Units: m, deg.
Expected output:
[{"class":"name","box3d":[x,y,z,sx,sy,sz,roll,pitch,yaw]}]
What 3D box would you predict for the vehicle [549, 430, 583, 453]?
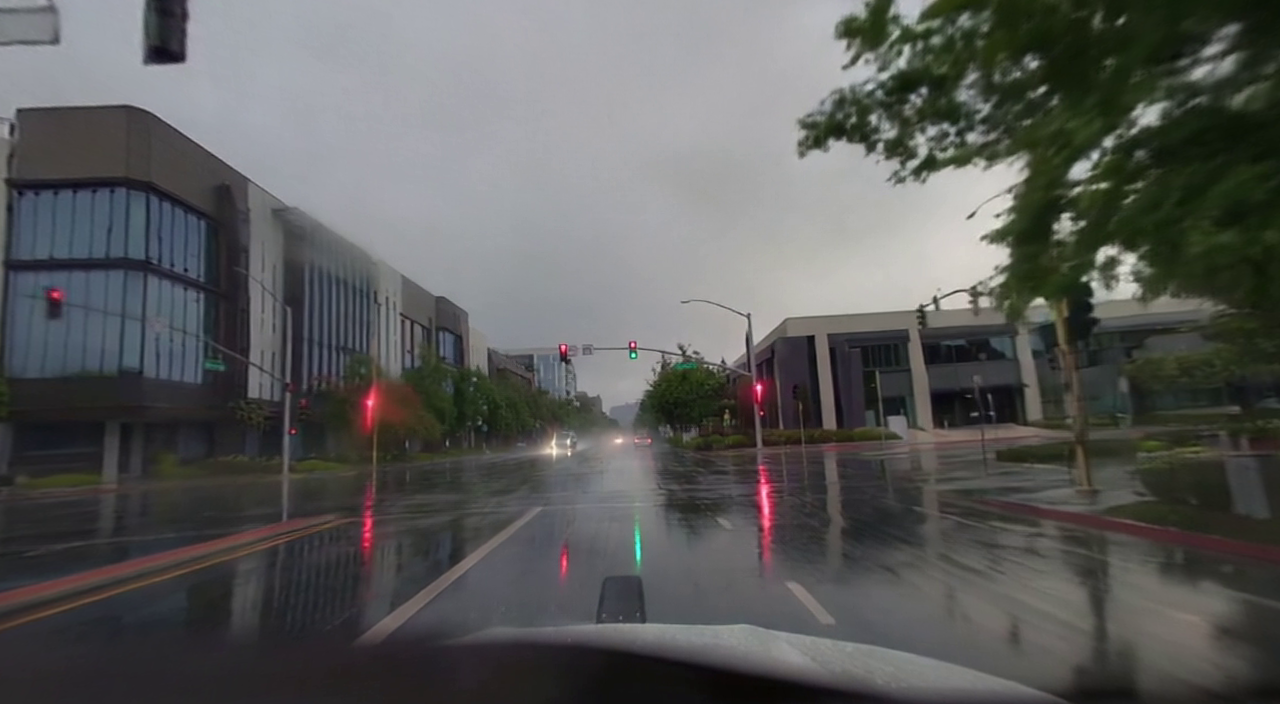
[{"class":"vehicle","box3d":[-5.579,6.838,48.099,1.988,1.666,4.074,0,-8,1]}]
